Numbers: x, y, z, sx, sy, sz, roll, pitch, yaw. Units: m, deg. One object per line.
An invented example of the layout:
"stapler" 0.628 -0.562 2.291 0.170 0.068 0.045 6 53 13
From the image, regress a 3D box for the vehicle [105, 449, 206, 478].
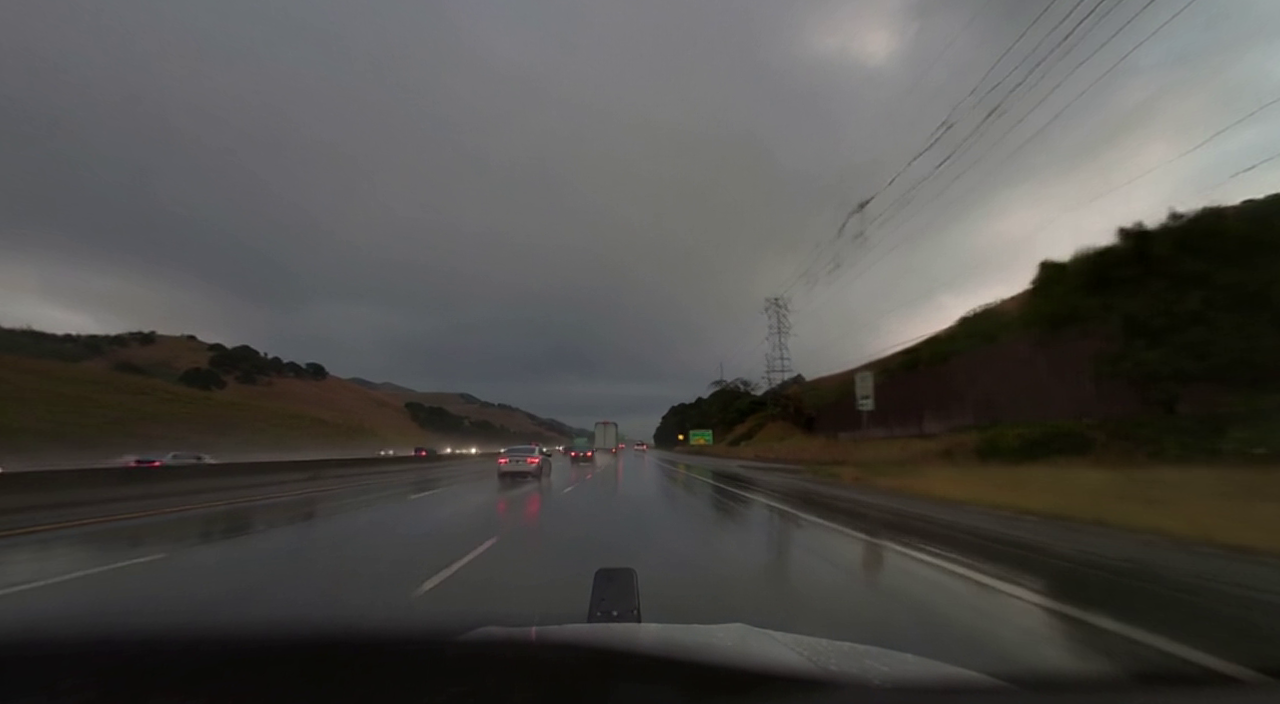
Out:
"vehicle" -26.102 6.000 34.276 1.841 1.449 4.570 0 -9 0

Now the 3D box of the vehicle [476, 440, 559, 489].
"vehicle" -4.143 3.868 22.093 1.963 1.533 4.477 0 -9 0
